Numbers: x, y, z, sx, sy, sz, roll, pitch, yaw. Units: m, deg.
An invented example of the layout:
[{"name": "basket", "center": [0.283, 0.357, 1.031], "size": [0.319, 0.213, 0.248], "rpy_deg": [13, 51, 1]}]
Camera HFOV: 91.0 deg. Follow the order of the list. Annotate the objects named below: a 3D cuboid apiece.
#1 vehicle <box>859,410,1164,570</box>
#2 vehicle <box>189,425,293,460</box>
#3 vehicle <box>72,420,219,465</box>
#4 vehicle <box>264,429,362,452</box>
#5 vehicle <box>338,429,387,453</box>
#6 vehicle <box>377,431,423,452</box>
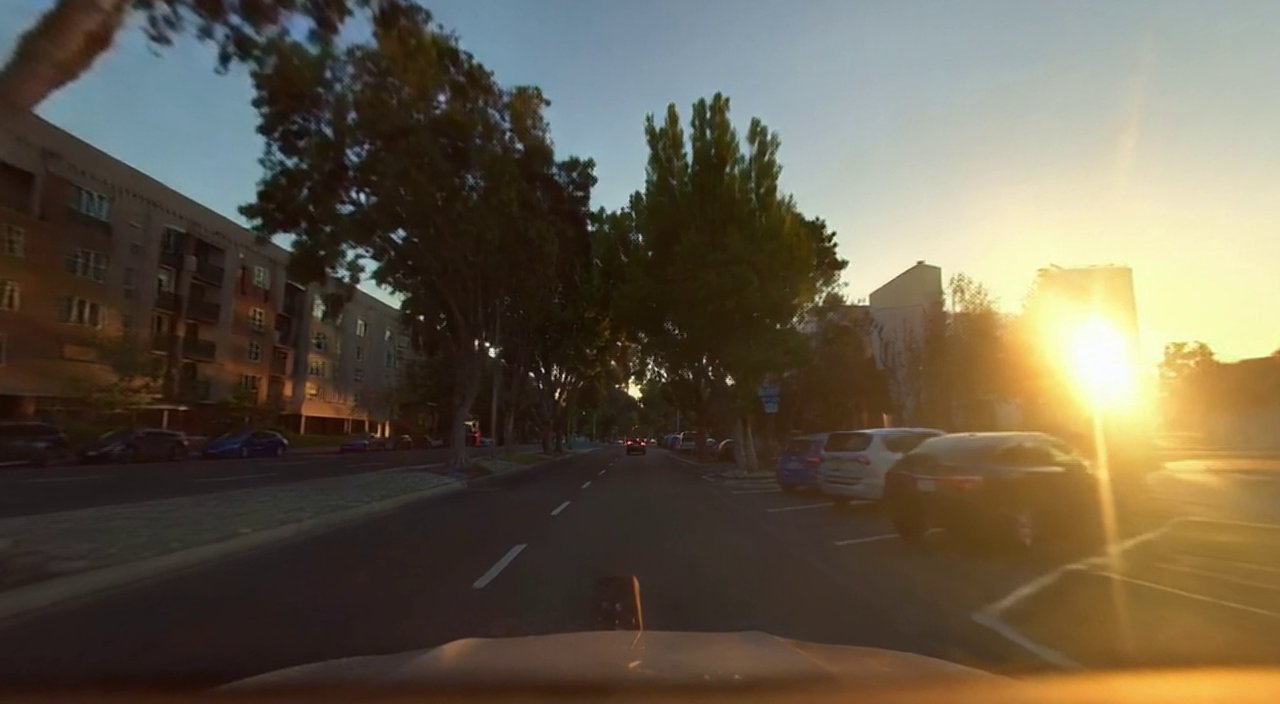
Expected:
[{"name": "vehicle", "center": [4.714, 1.582, 7.930], "size": [3.531, 1.529, 1.903], "rpy_deg": [5, -10, -35]}, {"name": "vehicle", "center": [-18.730, 4.305, 29.865], "size": [1.869, 1.494, 4.833], "rpy_deg": [0, -8, -1]}, {"name": "vehicle", "center": [-18.434, 3.421, 23.798], "size": [1.811, 1.502, 4.639], "rpy_deg": [-1, -8, 0]}, {"name": "vehicle", "center": [-19.178, 5.273, 37.324], "size": [2.389, 1.206, 6.247], "rpy_deg": [-1, -8, 1]}, {"name": "vehicle", "center": [-19.165, 6.190, 43.633], "size": [1.792, 1.554, 3.682], "rpy_deg": [0, -8, -1]}, {"name": "vehicle", "center": [-18.847, 7.074, 49.622], "size": [1.909, 1.518, 4.459], "rpy_deg": [-1, -8, 0]}]
